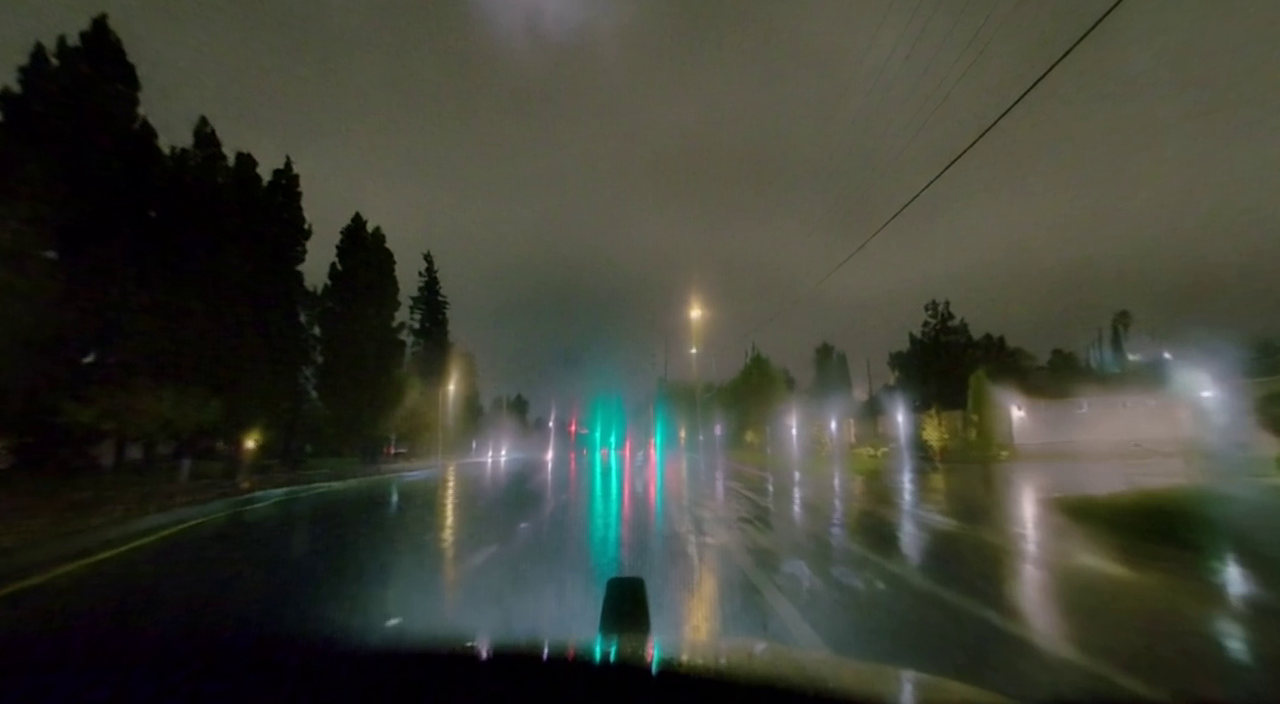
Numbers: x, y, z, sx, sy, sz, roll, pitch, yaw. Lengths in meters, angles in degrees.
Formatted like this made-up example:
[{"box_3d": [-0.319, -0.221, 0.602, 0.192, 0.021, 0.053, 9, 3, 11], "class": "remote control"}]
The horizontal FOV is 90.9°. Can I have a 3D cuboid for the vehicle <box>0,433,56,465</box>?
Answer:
[{"box_3d": [-35.292, 5.414, 35.247, 3.451, 1.541, 1.784, 3, -8, 6], "class": "vehicle"}]

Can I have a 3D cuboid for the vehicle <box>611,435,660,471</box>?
[{"box_3d": [-0.175, 4.499, 28.180, 2.009, 1.456, 4.003, 0, -8, 1], "class": "vehicle"}]
